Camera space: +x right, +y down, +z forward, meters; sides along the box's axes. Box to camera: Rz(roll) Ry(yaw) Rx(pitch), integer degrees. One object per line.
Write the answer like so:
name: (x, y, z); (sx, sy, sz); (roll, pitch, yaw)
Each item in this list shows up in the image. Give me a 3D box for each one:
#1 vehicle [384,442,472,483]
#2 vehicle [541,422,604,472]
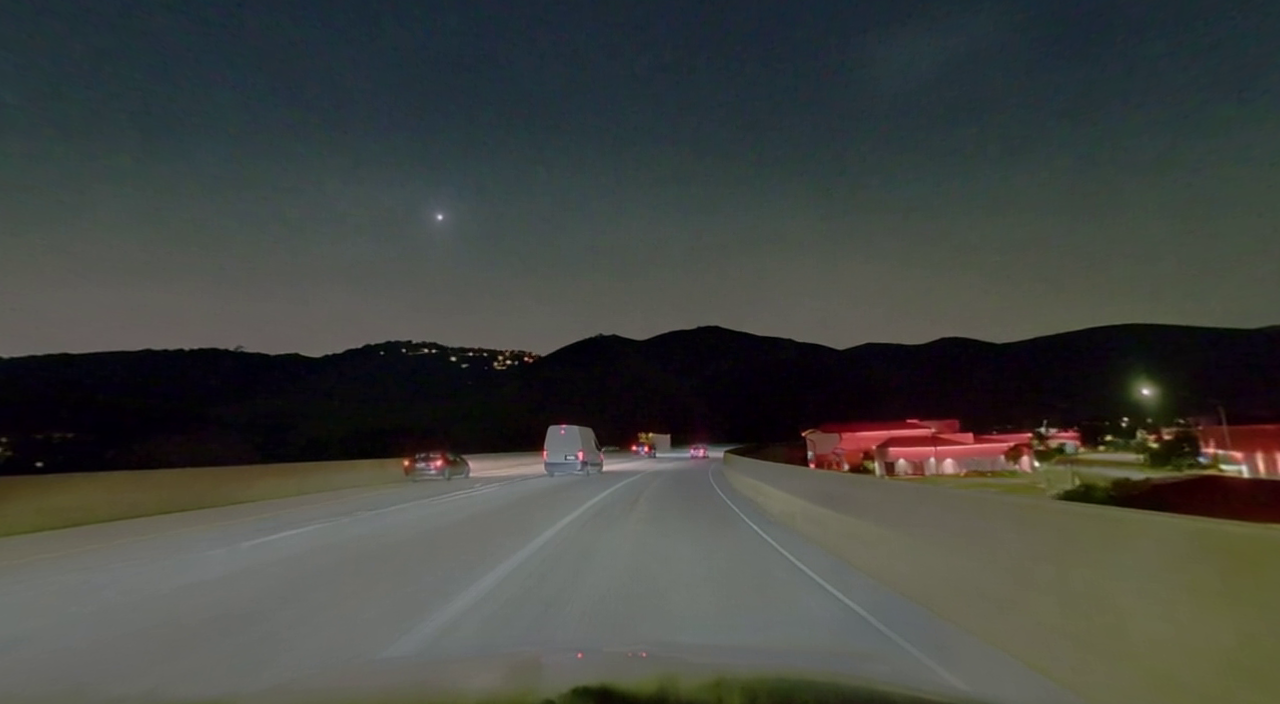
vehicle: (-8.666, 4.528, 26.235); (1.821, 1.524, 4.342); (-1, -9, 5)
vehicle: (-3.931, 5.731, 38.242); (2.314, 2.703, 6.441); (-1, -9, 7)
